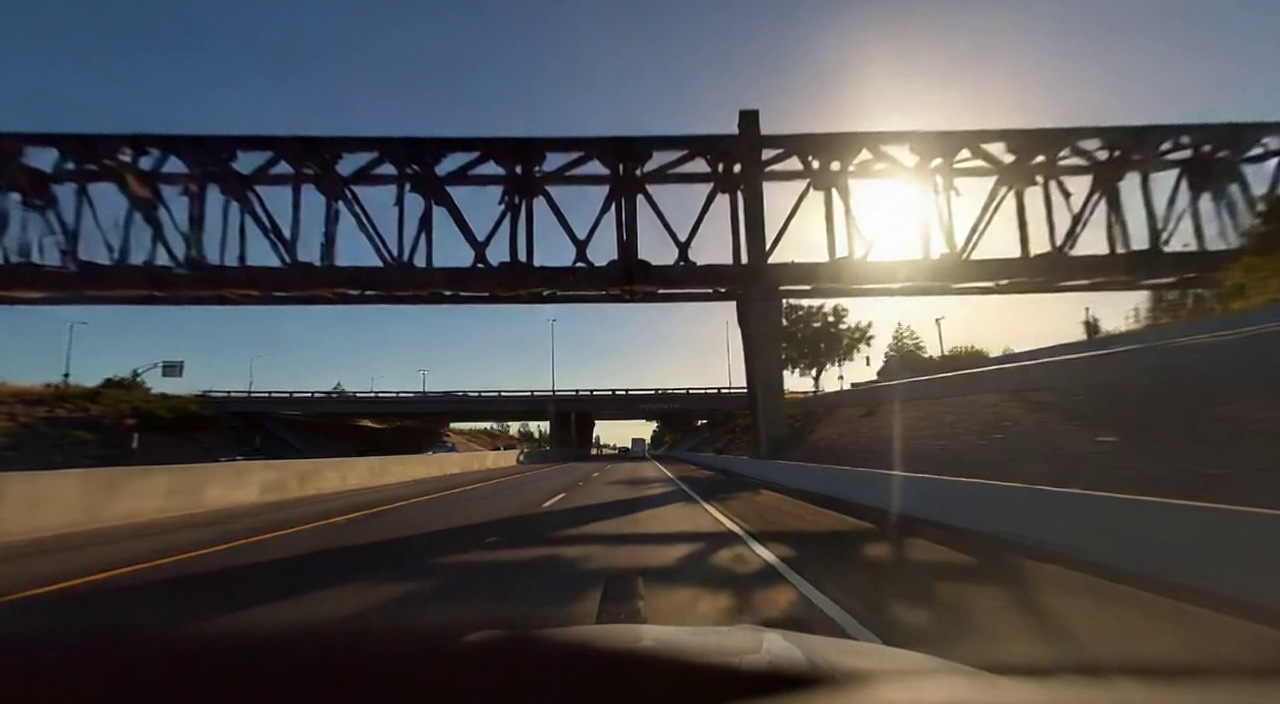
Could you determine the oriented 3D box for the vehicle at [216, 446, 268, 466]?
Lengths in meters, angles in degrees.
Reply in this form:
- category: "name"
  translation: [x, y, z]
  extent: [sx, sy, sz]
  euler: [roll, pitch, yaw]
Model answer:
- category: "vehicle"
  translation: [-31.198, 8.141, 49.418]
  extent: [1.631, 1.429, 3.685]
  euler: [-1, -9, 1]
